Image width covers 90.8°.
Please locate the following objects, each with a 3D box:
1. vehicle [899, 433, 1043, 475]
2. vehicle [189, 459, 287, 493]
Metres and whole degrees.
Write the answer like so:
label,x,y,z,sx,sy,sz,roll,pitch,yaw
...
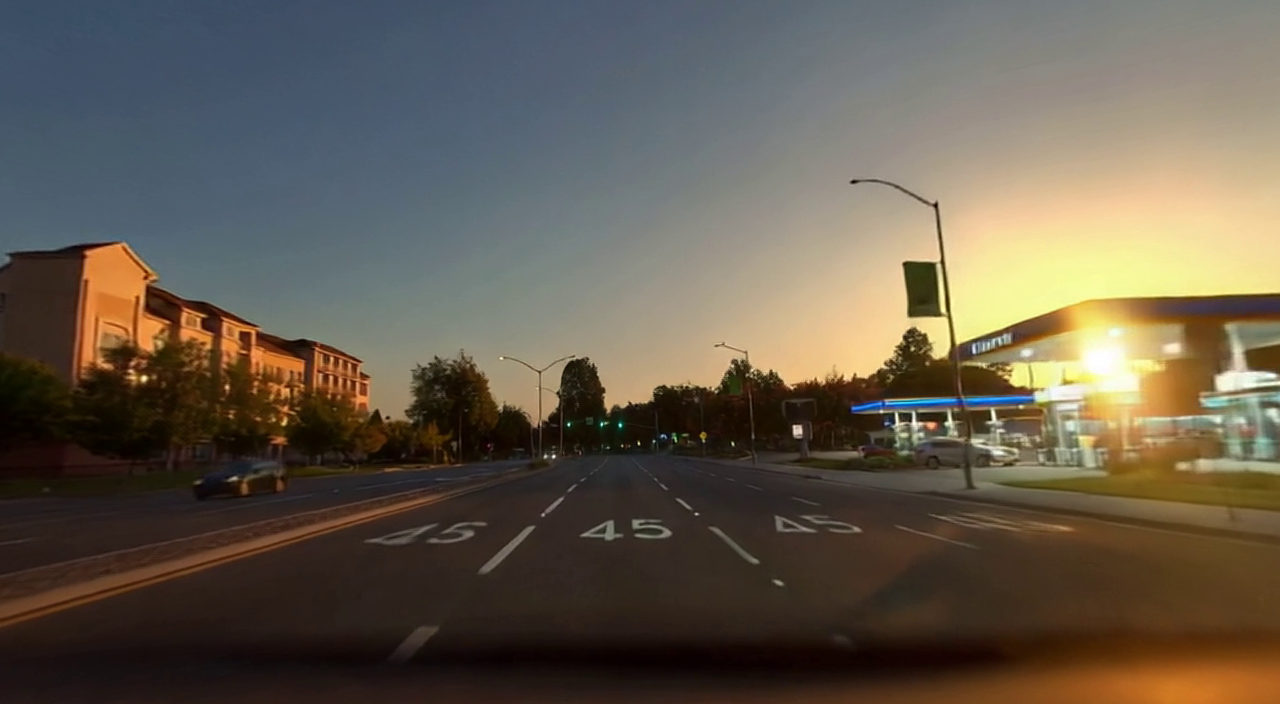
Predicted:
label,x,y,z,sx,sy,sz,roll,pitch,yaw
vehicle,12.934,4.010,24.901,4.548,1.568,1.953,0,-9,-2
vehicle,-20.095,6.194,31.845,1.927,1.497,4.393,-1,-9,1
